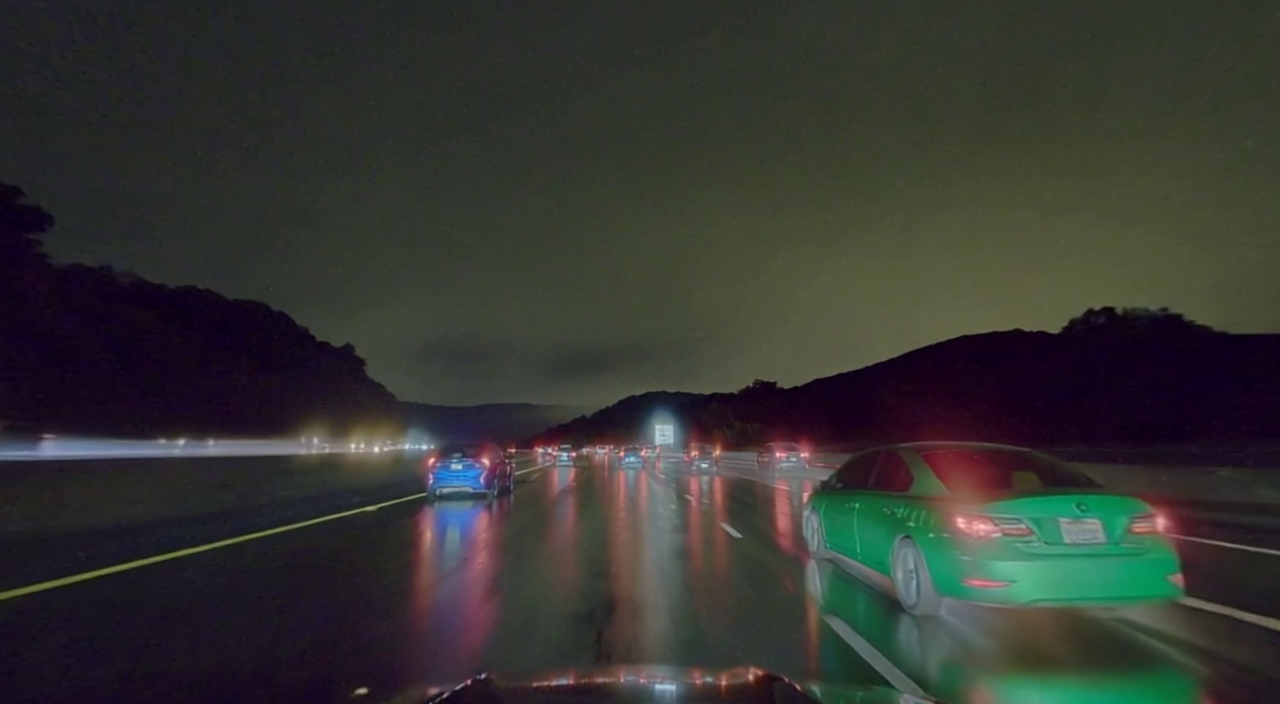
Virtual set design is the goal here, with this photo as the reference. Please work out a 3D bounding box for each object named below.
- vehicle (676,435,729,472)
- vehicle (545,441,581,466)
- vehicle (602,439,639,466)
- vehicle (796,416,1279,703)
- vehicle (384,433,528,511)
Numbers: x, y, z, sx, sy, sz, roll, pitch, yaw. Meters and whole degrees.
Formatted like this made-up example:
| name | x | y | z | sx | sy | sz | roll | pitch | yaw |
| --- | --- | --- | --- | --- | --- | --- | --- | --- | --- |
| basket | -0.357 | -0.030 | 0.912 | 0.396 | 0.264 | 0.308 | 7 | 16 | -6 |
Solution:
| name | x | y | z | sx | sy | sz | roll | pitch | yaw |
| --- | --- | --- | --- | --- | --- | --- | --- | --- | --- |
| vehicle | 3.238 | 5.407 | 33.631 | 2.222 | 1.820 | 4.733 | 1 | -9 | -1 |
| vehicle | -4.846 | 6.429 | 39.967 | 1.796 | 1.464 | 3.839 | 0 | -9 | -1 |
| vehicle | -1.202 | 6.310 | 39.609 | 2.147 | 1.572 | 4.094 | 0 | -9 | -1 |
| vehicle | 3.080 | 1.468 | 5.746 | 2.136 | 1.511 | 4.706 | 0 | -9 | 1 |
| vehicle | -3.971 | 2.669 | 14.439 | 1.993 | 1.500 | 4.248 | 0 | -9 | 0 |
